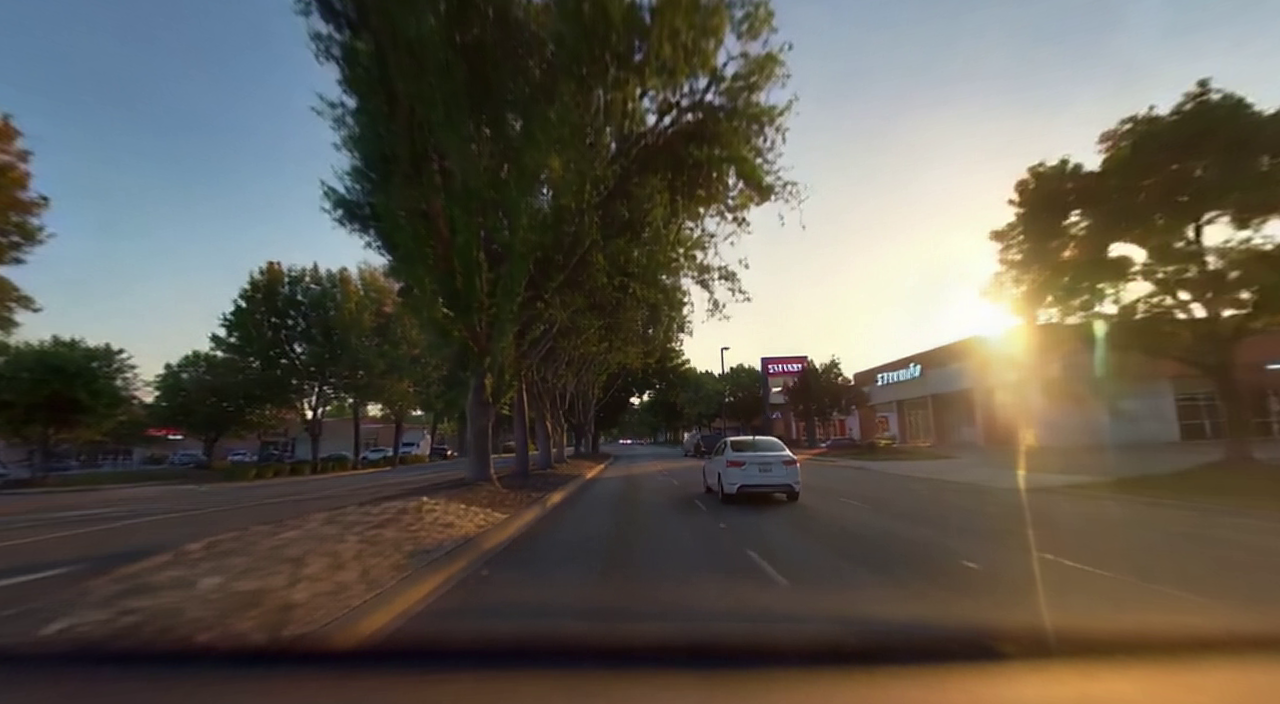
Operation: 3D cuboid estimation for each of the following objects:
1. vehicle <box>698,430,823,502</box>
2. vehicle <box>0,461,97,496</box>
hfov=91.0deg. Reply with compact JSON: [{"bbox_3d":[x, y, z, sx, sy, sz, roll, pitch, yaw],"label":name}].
[{"bbox_3d":[2.718,2.702,15.344,2.015,1.479,4.444,0,-8,-2],"label":"vehicle"},{"bbox_3d":[-27.513,5.679,28.314,4.294,1.417,1.802,5,-10,-30],"label":"vehicle"}]
